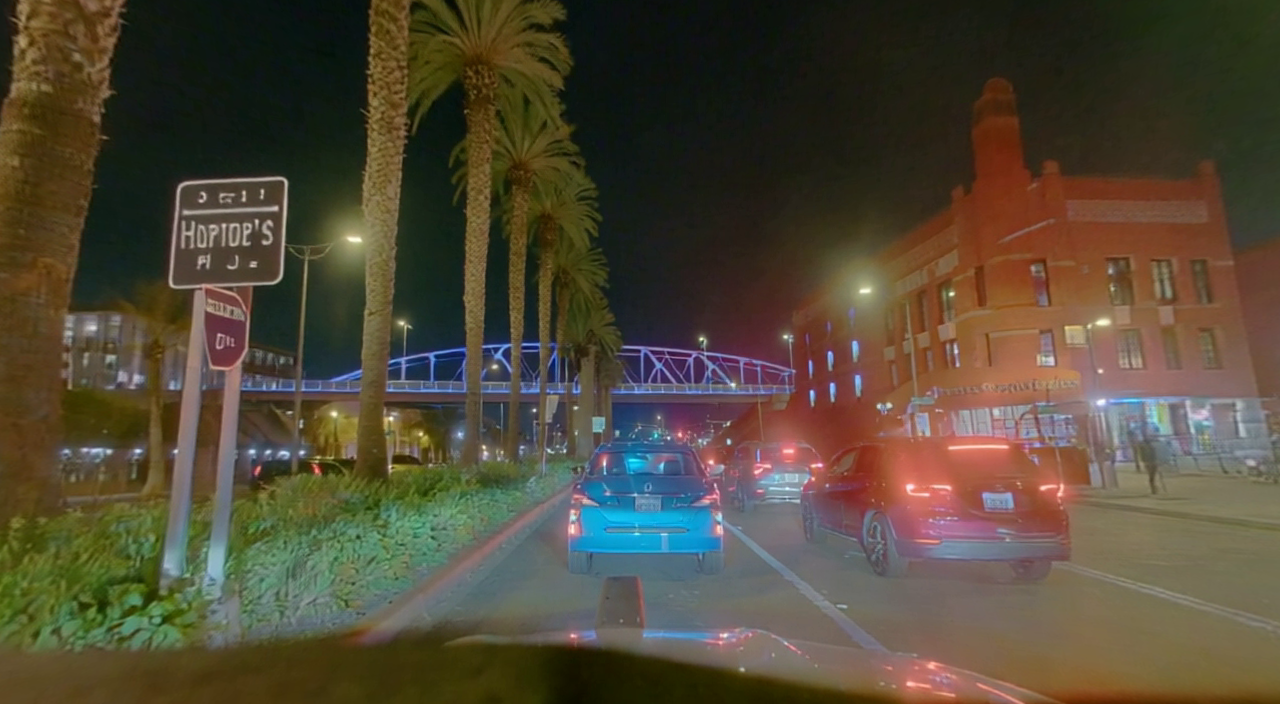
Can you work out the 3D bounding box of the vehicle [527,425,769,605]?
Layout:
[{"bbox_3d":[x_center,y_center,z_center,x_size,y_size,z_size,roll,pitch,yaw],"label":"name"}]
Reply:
[{"bbox_3d":[0.059,1.667,7.277,2.048,1.503,3.681,0,-9,0],"label":"vehicle"}]

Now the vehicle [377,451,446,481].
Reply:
[{"bbox_3d":[-14.951,7.468,41.652,2.104,1.802,4.852,-2,-9,9],"label":"vehicle"}]

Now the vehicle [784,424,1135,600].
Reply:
[{"bbox_3d":[3.265,1.716,7.707,1.920,1.490,4.417,0,-9,-1],"label":"vehicle"}]
